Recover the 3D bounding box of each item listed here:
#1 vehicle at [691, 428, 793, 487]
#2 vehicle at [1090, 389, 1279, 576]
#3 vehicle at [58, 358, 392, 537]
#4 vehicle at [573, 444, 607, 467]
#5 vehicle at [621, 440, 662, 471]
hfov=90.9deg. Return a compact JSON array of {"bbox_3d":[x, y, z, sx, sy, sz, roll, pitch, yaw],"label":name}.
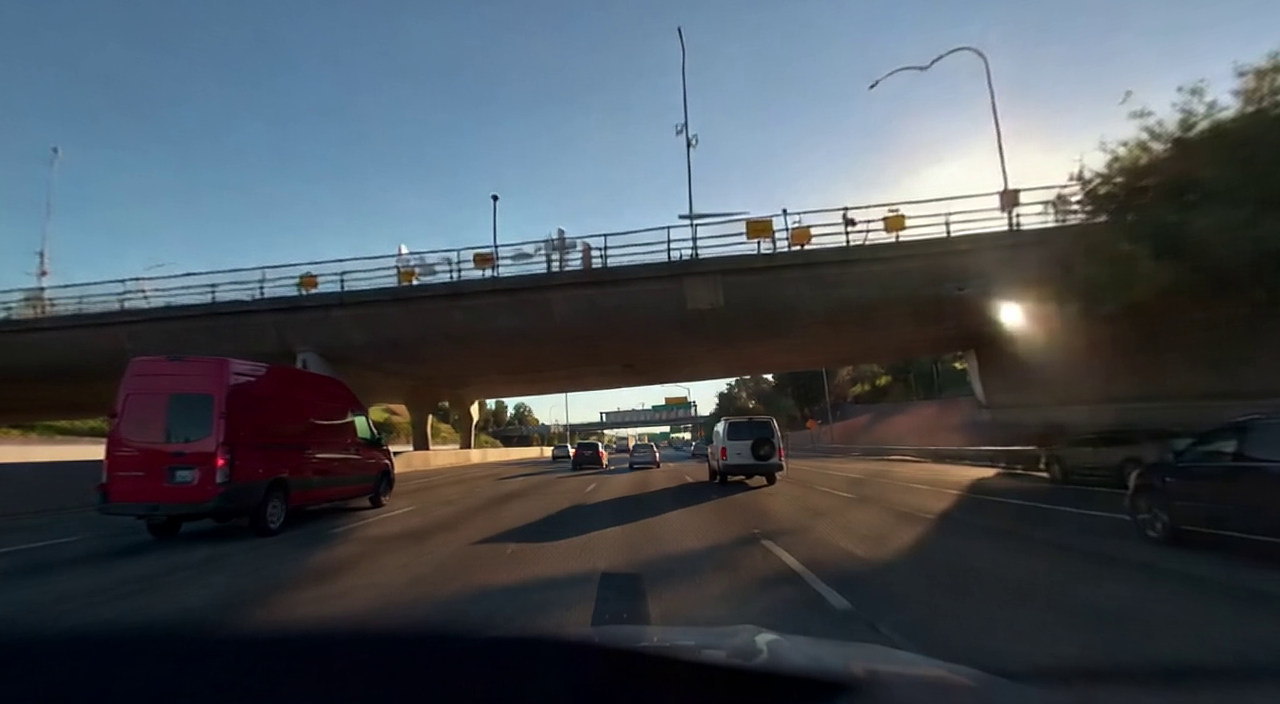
[{"bbox_3d":[3.566,3.888,23.511,2.777,1.895,5.710,0,-9,-1],"label":"vehicle"},{"bbox_3d":[7.508,1.248,5.944,2.304,1.840,5.706,0,-9,0],"label":"vehicle"},{"bbox_3d":[-7.588,1.914,12.868,2.336,2.708,6.421,0,-8,0],"label":"vehicle"},{"bbox_3d":[-3.356,7.059,43.292,1.970,1.483,4.071,0,-9,1],"label":"vehicle"},{"bbox_3d":[0.085,5.759,35.362,2.115,1.617,4.102,0,-9,0],"label":"vehicle"}]
